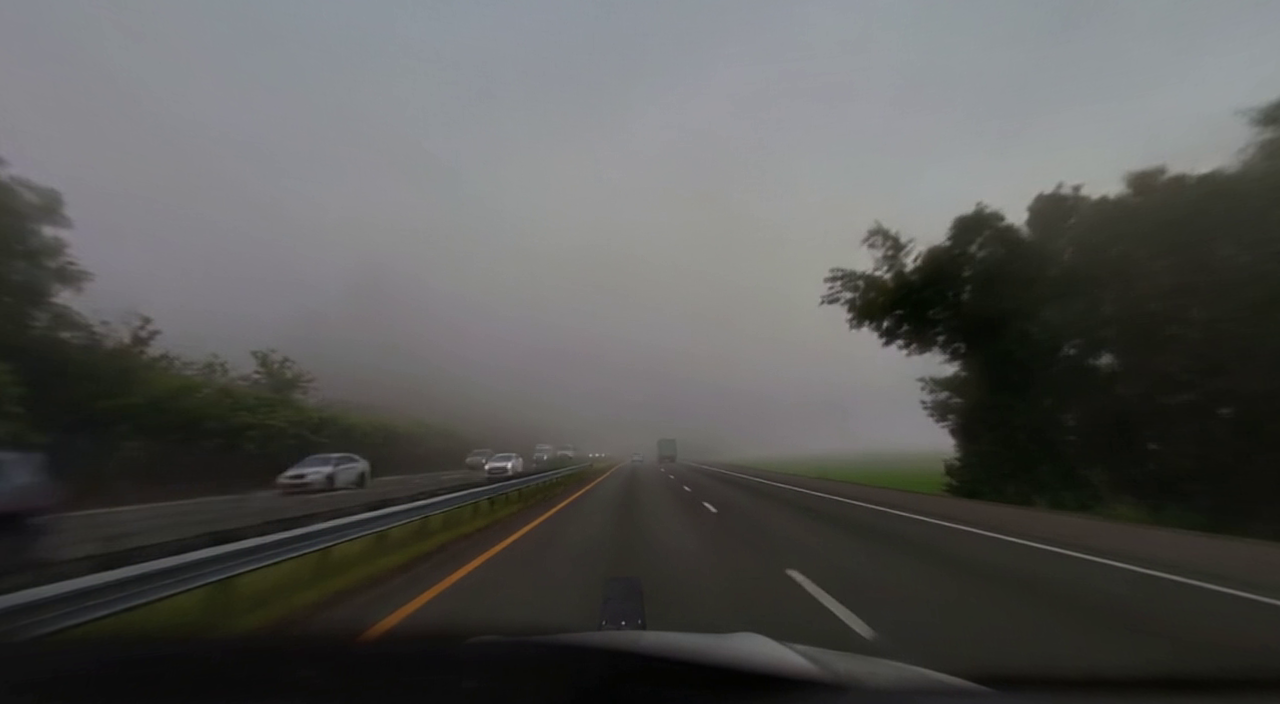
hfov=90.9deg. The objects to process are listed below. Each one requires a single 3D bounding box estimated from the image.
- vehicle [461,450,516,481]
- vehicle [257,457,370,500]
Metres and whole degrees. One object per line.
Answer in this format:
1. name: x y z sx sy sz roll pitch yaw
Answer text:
1. vehicle: -8.489 6.374 35.609 2.059 1.613 4.027 0 -9 0
2. vehicle: -12.326 4.773 24.166 1.887 1.439 4.504 0 -9 0
